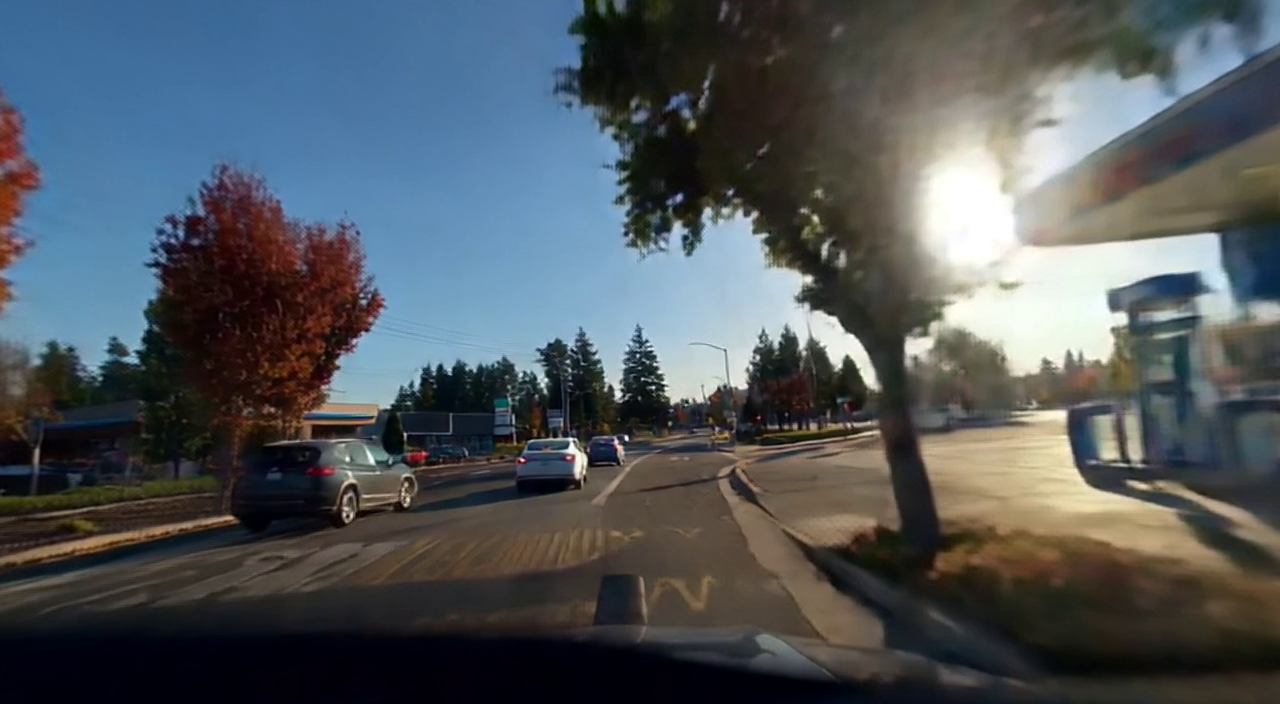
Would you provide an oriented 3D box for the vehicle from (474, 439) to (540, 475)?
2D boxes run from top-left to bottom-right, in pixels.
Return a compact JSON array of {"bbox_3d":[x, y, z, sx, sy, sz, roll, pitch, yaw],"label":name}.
[{"bbox_3d":[-5.904,4.722,28.542,1.875,1.479,4.558,-1,-8,2],"label":"vehicle"}]

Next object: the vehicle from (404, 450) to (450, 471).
[{"bbox_3d":[-15.907,8.128,47.197,1.870,1.458,4.143,-1,-8,2],"label":"vehicle"}]

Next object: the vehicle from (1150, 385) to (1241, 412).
[{"bbox_3d":[37.762,3.236,42.955,1.816,1.452,4.698,-7,-7,0],"label":"vehicle"}]

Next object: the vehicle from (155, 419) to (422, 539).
[{"bbox_3d":[-6.146,2.266,11.893,2.102,1.774,4.662,-1,-8,4],"label":"vehicle"}]

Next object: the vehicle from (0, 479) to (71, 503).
[{"bbox_3d":[-44.026,9.980,45.212,4.384,1.490,2.031,-1,-10,2],"label":"vehicle"}]

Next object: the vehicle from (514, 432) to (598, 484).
[{"bbox_3d":[-2.694,3.526,21.211,2.060,1.580,3.980,-1,-8,4],"label":"vehicle"}]

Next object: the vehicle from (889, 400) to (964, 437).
[{"bbox_3d":[18.921,4.506,41.976,2.322,2.152,5.668,-2,-8,0],"label":"vehicle"}]
